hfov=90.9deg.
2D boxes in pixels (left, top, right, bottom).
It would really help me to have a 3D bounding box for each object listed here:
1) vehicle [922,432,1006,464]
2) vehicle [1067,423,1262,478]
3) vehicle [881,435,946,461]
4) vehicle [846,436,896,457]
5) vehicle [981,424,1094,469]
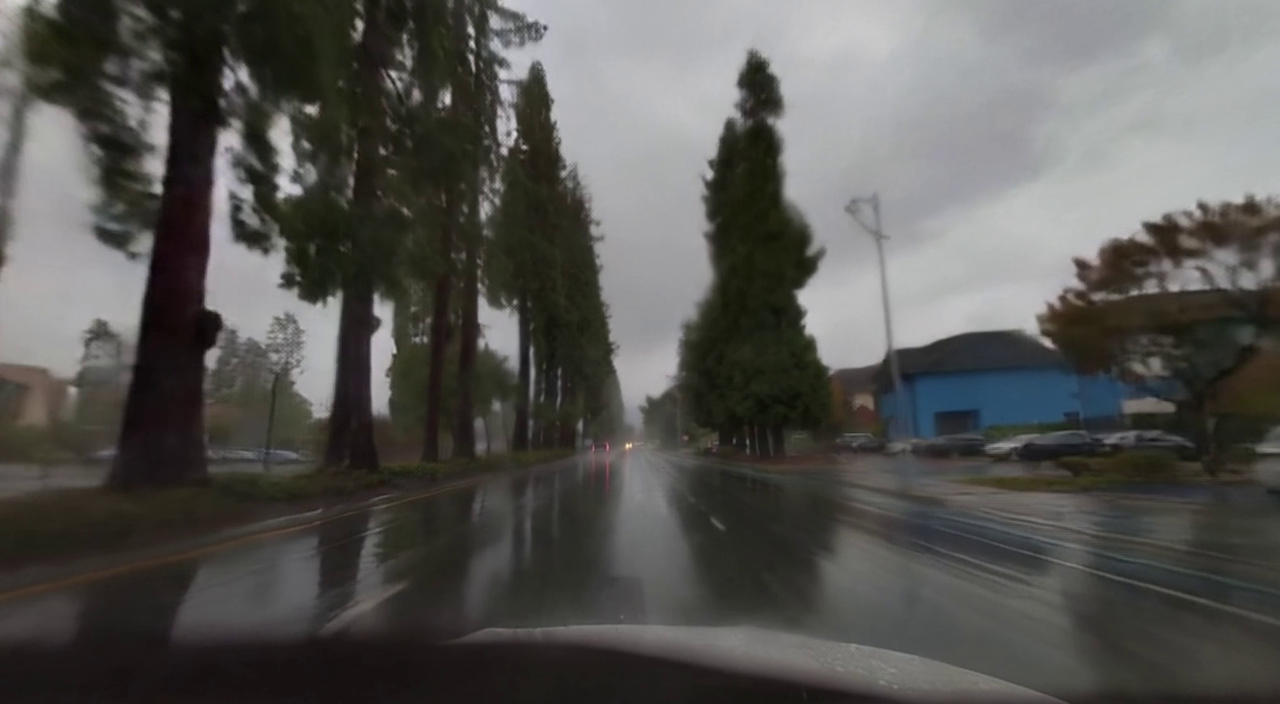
[{"bbox_3d":[16.559,4.973,32.545,1.968,1.511,4.497,0,-9,0],"label":"vehicle"},{"bbox_3d":[16.110,3.073,19.828,1.829,1.505,5.023,0,-8,0],"label":"vehicle"},{"bbox_3d":[16.880,5.974,39.150,1.804,1.468,4.699,0,-9,-2],"label":"vehicle"},{"bbox_3d":[16.912,6.949,46.401,1.825,1.458,4.689,0,-9,-1],"label":"vehicle"},{"bbox_3d":[16.471,3.952,26.433,2.046,1.714,4.199,0,-8,2],"label":"vehicle"}]
